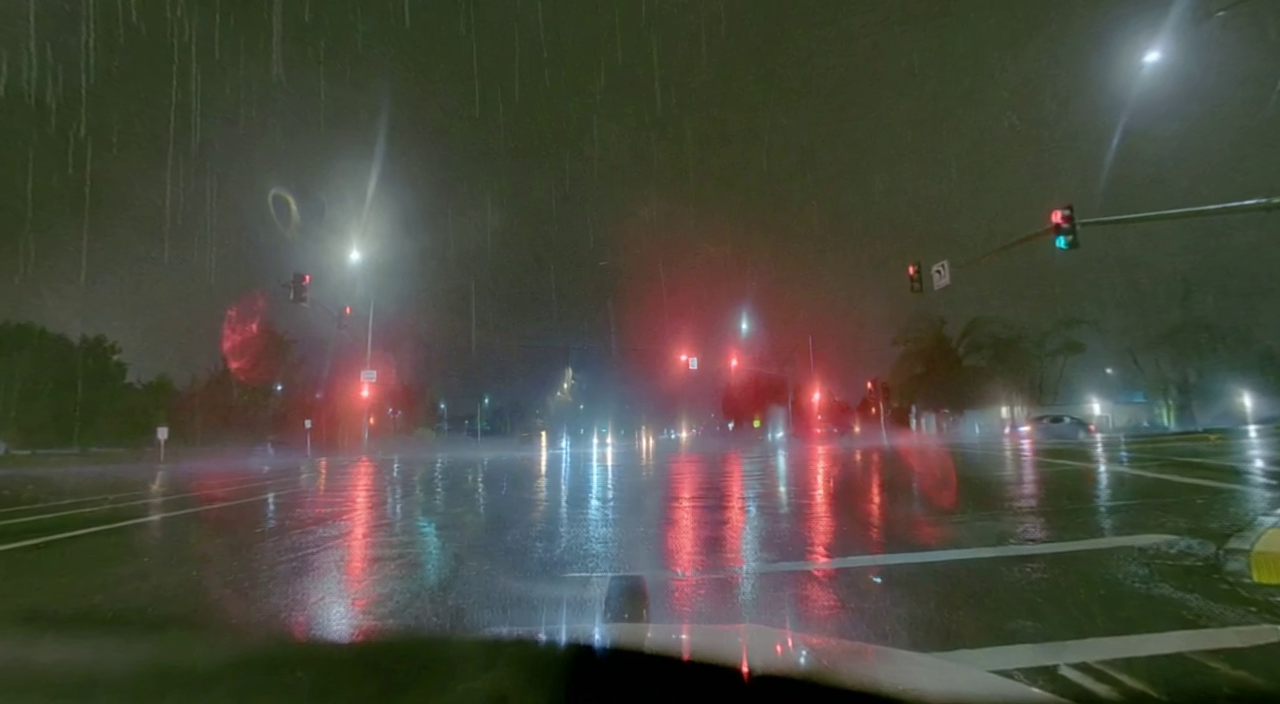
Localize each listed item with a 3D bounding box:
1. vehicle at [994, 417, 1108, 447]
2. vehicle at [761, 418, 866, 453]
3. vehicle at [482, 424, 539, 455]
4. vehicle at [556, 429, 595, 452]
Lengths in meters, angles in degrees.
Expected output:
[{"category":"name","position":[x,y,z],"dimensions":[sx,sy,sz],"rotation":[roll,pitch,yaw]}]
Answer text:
[{"category":"vehicle","position":[20.647,4.037,31.738],"dimensions":[4.510,1.431,1.884],"rotation":[1,-9,-6]},{"category":"vehicle","position":[8.190,3.985,30.022],"dimensions":[4.407,1.569,1.859],"rotation":[1,-9,-5]},{"category":"vehicle","position":[-8.294,5.733,40.893],"dimensions":[2.000,1.864,5.044],"rotation":[-1,-9,7]},{"category":"vehicle","position":[-4.392,6.161,43.759],"dimensions":[1.919,1.467,4.086],"rotation":[-1,-9,6]}]
